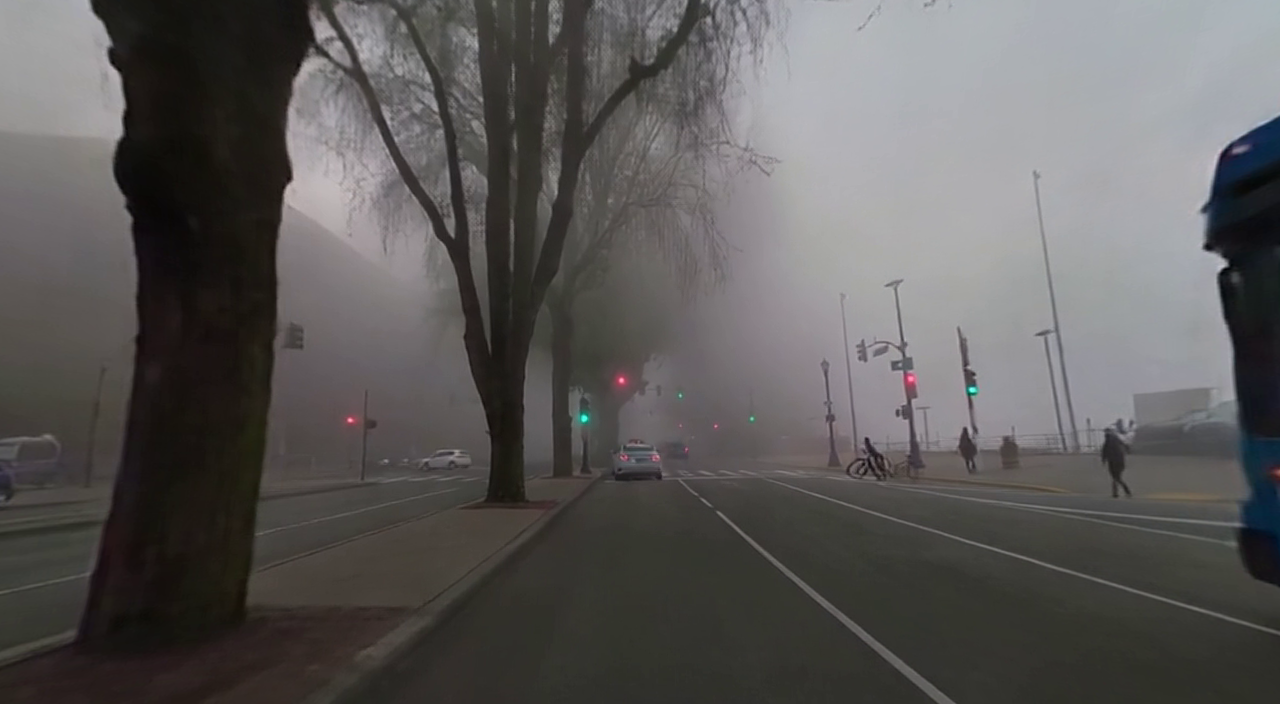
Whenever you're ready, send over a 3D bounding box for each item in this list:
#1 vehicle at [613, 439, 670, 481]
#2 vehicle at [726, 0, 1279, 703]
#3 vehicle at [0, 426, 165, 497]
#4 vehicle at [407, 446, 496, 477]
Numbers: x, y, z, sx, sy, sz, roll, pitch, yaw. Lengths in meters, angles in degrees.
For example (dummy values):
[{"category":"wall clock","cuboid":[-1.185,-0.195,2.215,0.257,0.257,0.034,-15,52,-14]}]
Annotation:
[{"category":"vehicle","cuboid":[-0.031,4.352,25.769,2.123,1.544,4.158,0,-8,-3]},{"category":"vehicle","cuboid":[3.354,0.226,5.258,3.250,3.731,13.693,0,-8,0]},{"category":"vehicle","cuboid":[-29.727,5.439,31.637,9.150,3.310,2.988,6,-11,-38]},{"category":"vehicle","cuboid":[-10.377,5.983,34.833,4.417,1.490,1.816,3,-9,-28]}]
